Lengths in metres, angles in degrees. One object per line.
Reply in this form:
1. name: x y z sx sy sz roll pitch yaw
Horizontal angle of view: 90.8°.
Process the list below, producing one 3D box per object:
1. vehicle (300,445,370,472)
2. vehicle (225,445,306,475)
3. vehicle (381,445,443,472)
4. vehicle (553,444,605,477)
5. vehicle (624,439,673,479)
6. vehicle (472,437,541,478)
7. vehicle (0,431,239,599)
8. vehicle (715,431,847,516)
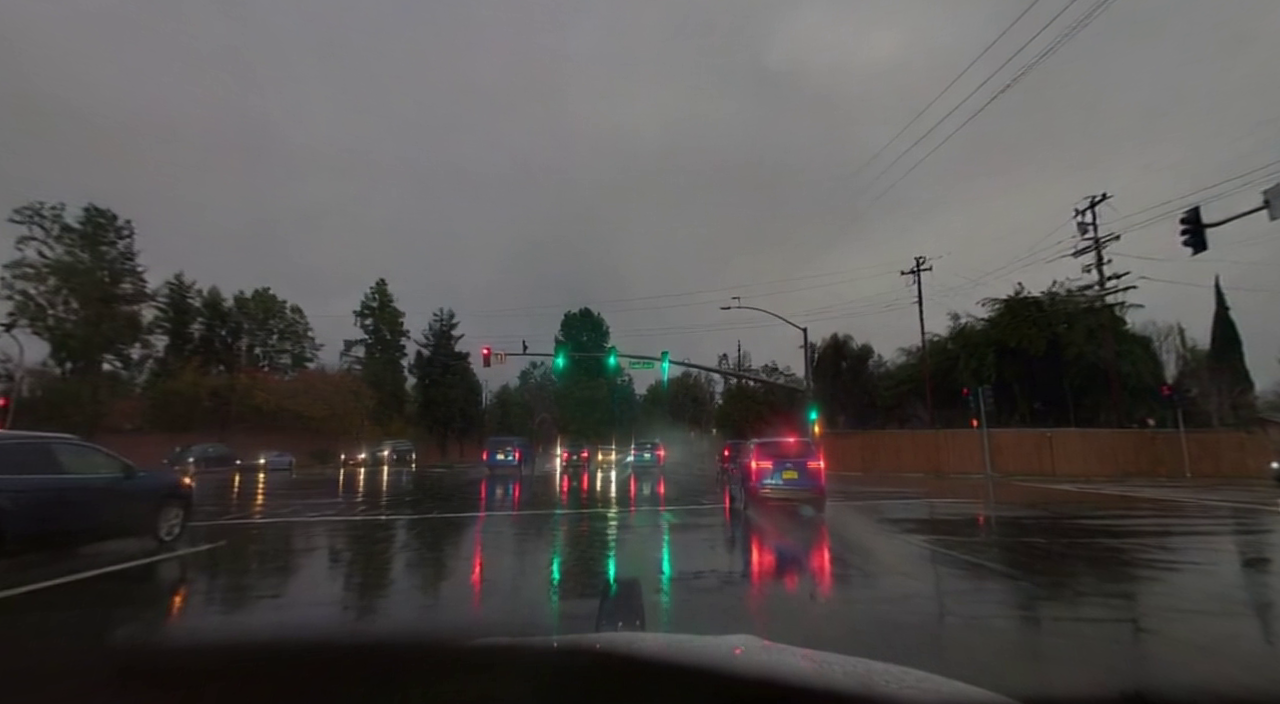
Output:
1. vehicle: -18.137 6.356 37.813 1.994 1.496 4.211 0 -9 2
2. vehicle: -21.421 6.173 36.313 1.891 1.577 4.238 0 -9 3
3. vehicle: -14.764 6.896 41.230 2.129 1.554 4.627 -2 -8 3
4. vehicle: -2.875 5.240 30.665 1.881 1.466 4.484 0 -9 3
5. vehicle: 0.448 4.961 29.543 2.111 1.712 4.078 0 -9 2
6. vehicle: -6.325 5.046 30.555 2.116 1.812 4.609 0 -9 3
7. vehicle: -6.588 1.569 6.449 1.930 1.468 4.560 0 -9 1
8. vehicle: 3.055 2.755 14.793 2.034 1.655 4.465 0 -9 0
